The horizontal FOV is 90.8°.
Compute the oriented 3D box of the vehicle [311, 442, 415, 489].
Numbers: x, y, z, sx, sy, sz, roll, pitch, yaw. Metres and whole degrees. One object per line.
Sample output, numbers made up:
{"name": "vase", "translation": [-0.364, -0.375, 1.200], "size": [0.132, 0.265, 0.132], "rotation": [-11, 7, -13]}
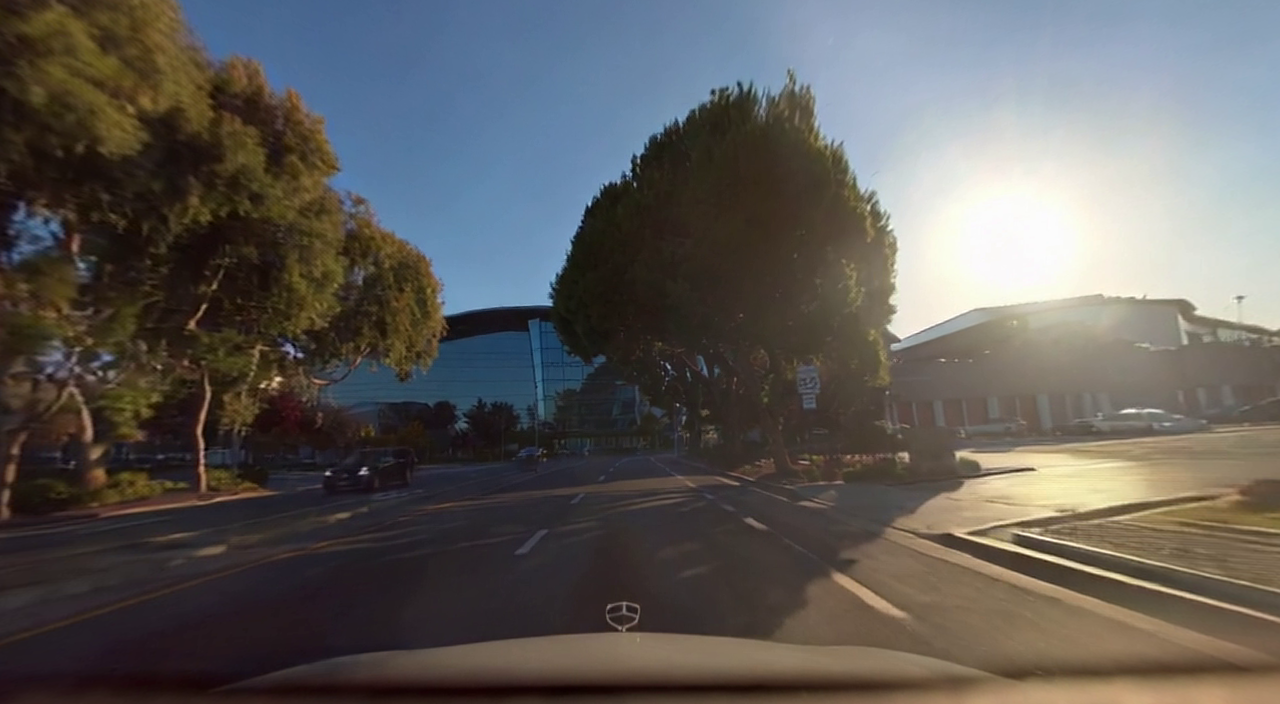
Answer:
{"name": "vehicle", "translation": [-13.506, 5.524, 31.316], "size": [2.505, 2.059, 5.803], "rotation": [0, -8, 0]}
